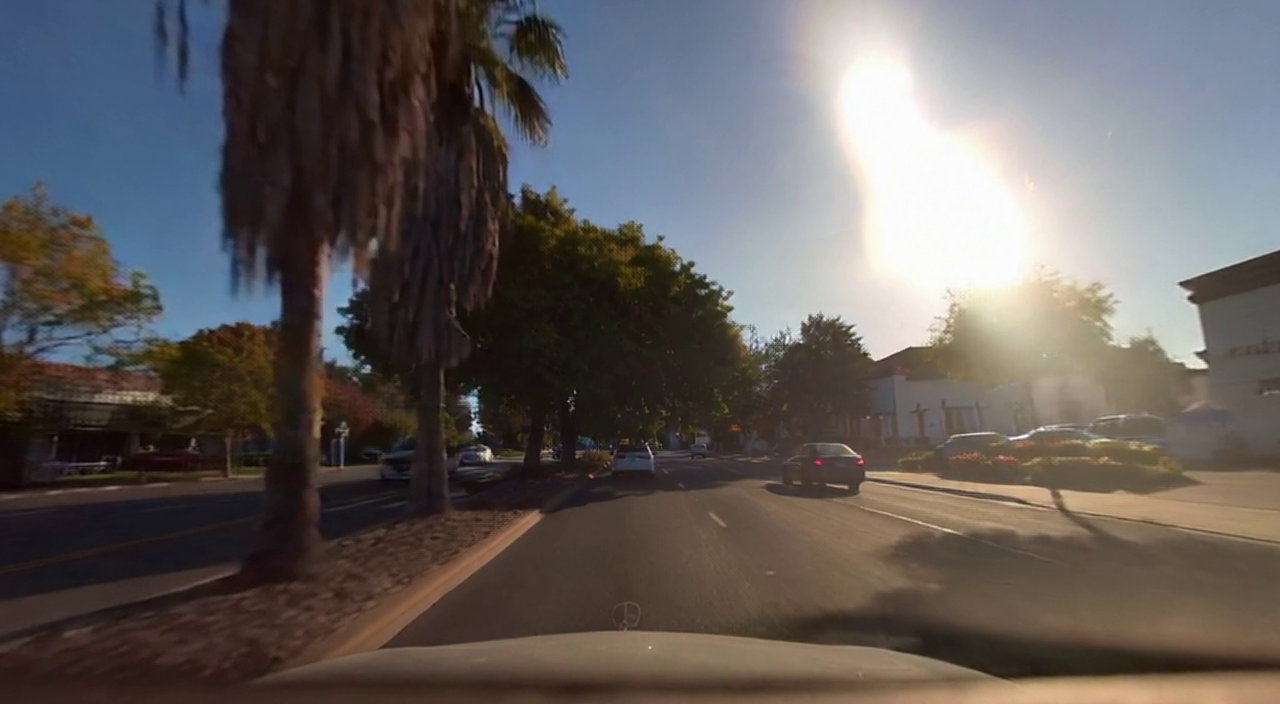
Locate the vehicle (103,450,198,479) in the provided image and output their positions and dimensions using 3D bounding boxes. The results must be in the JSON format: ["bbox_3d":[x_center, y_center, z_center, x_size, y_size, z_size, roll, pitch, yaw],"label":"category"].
[{"bbox_3d":[-31.944,7.303,41.292,4.619,1.748,2.040,8,-11,-41],"label":"vehicle"}]

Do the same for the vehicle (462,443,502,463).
[{"bbox_3d":[-11.920,7.638,47.812,1.833,1.464,4.463,0,-9,0],"label":"vehicle"}]

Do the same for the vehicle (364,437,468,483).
[{"bbox_3d":[-8.311,4.062,24.070,2.049,1.543,5.131,0,-9,0],"label":"vehicle"}]

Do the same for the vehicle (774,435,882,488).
[{"bbox_3d":[6.357,3.772,22.027,2.244,1.618,4.585,0,-9,-2],"label":"vehicle"}]

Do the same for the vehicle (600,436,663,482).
[{"bbox_3d":[-0.316,3.884,23.135,2.106,1.496,3.964,0,-9,-1],"label":"vehicle"}]
